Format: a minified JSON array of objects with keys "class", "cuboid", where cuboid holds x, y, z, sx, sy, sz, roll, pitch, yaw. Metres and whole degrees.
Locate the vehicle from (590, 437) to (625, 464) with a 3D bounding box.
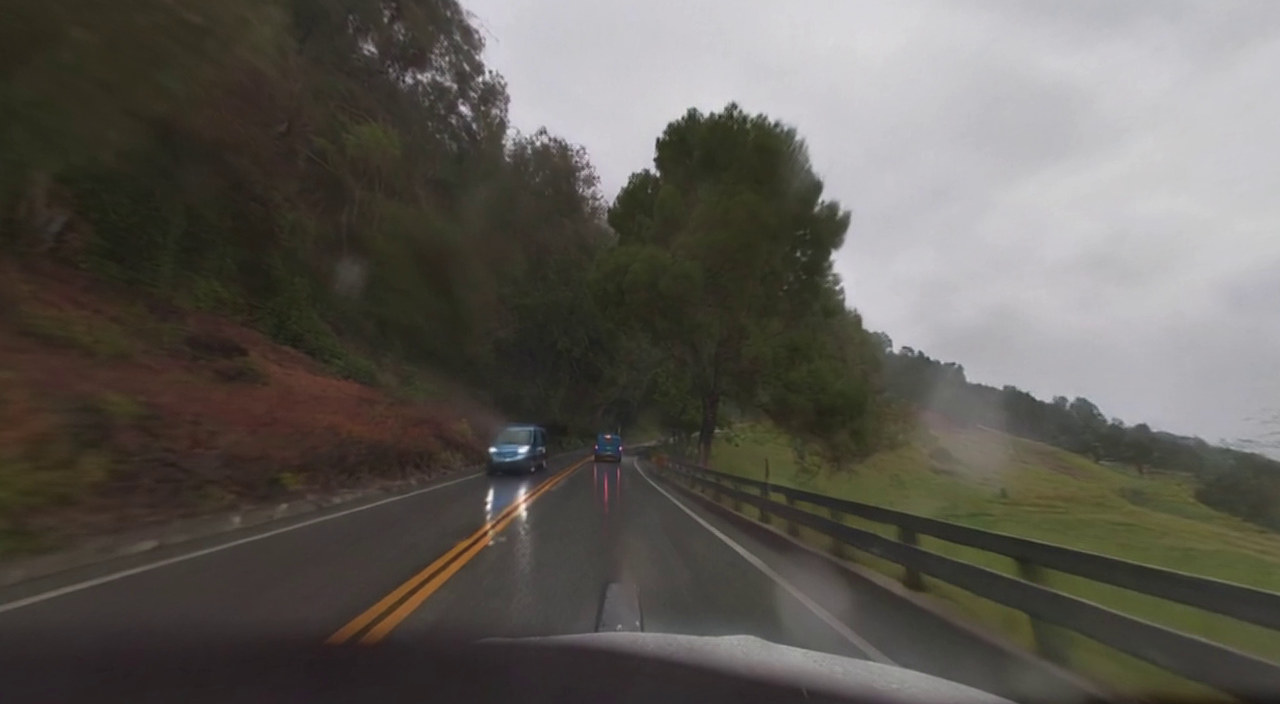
[{"class":"vehicle","cuboid":[-2.506,7.442,47.876,2.439,1.912,5.605,1,-9,-4]}]
